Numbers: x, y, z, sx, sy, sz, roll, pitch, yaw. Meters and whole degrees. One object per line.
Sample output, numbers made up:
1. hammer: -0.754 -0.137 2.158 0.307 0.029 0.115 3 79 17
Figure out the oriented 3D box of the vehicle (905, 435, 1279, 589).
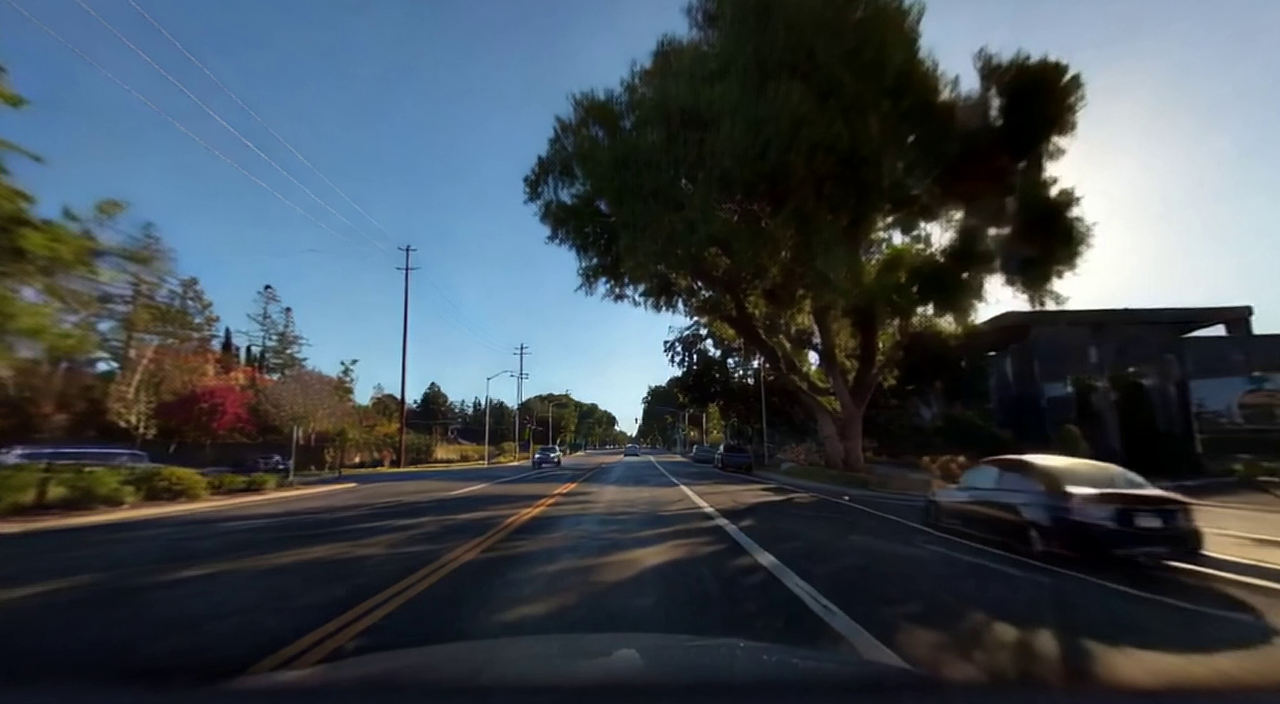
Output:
1. vehicle: 6.018 2.070 9.081 2.282 1.566 4.705 -1 -9 -1
